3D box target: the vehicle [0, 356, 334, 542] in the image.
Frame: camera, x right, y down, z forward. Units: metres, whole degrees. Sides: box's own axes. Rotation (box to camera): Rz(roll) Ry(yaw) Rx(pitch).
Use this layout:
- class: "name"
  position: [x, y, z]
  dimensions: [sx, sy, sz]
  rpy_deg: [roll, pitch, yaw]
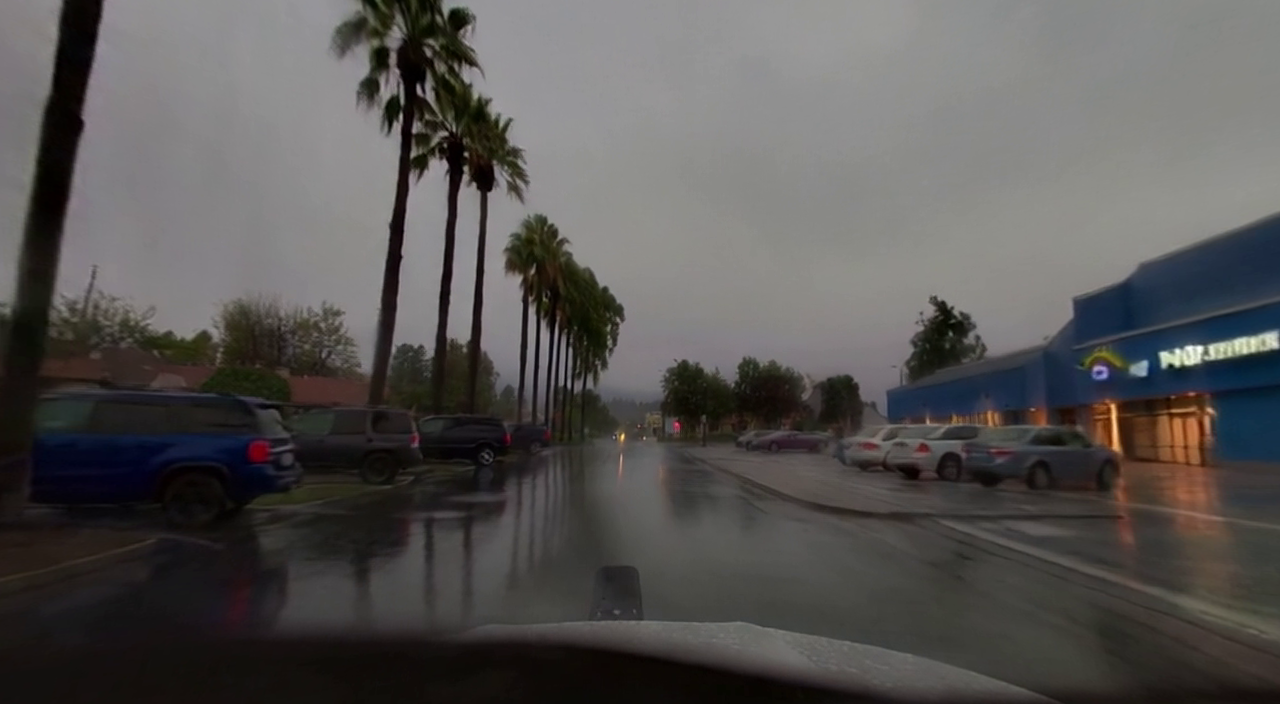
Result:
- class: "vehicle"
  position: [-6.631, 1.120, 7.461]
  dimensions: [5.210, 1.834, 2.281]
  rpy_deg: [4, -9, -29]

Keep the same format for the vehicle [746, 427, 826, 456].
- class: "vehicle"
  position: [9.356, 5.778, 40.534]
  dimensions: [4.758, 1.759, 2.068]
  rpy_deg: [5, -10, -27]

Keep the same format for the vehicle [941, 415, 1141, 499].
- class: "vehicle"
  position: [9.757, 2.501, 15.353]
  dimensions: [4.509, 1.759, 2.077]
  rpy_deg: [5, -9, -29]
